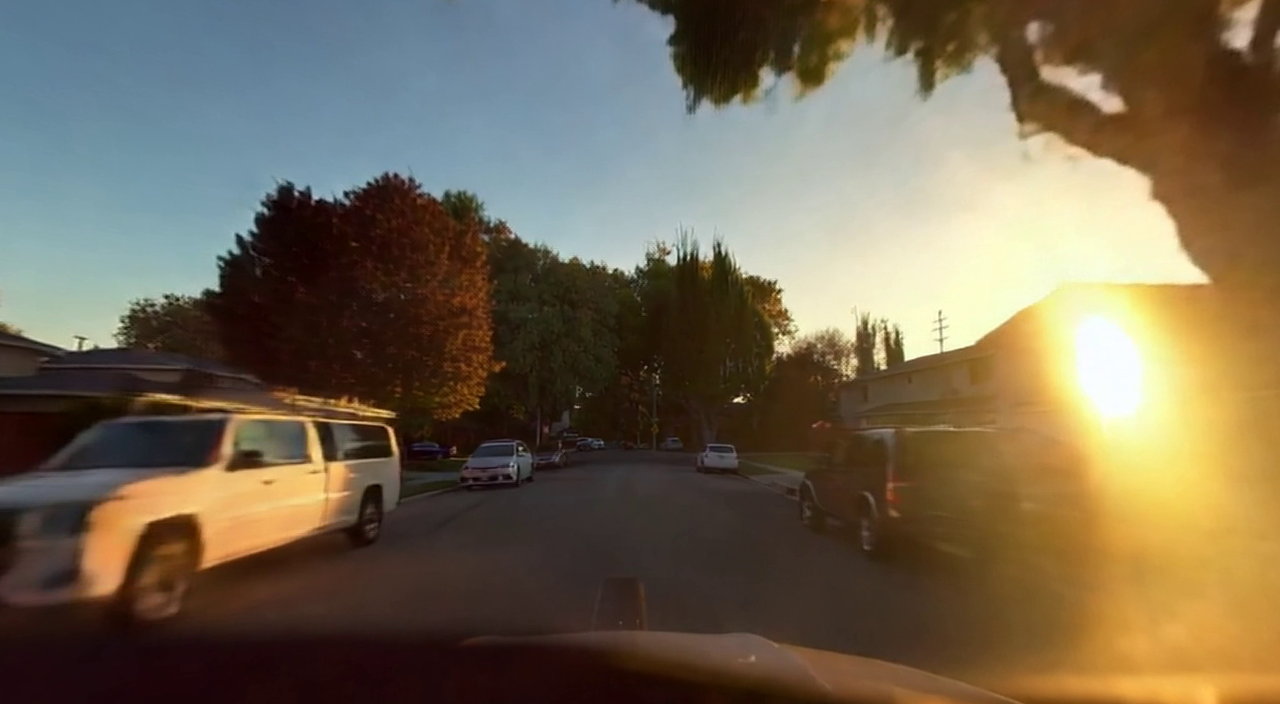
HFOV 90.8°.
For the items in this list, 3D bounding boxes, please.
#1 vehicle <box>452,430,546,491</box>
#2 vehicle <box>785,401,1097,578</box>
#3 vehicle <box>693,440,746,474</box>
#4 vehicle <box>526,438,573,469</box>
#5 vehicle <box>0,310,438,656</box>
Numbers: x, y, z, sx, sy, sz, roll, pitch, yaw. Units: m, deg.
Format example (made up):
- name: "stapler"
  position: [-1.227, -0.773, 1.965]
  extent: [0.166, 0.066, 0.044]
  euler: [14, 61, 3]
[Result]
- name: "vehicle"
  position: [-4.743, 3.660, 22.076]
  extent: [2.140, 1.815, 4.926]
  euler: [0, -7, 0]
- name: "vehicle"
  position: [3.578, 1.718, 8.673]
  extent: [2.082, 1.790, 4.330]
  euler: [0, -8, -1]
- name: "vehicle"
  position: [3.668, 4.912, 29.864]
  extent: [1.945, 1.495, 3.983]
  euler: [0, -8, 0]
- name: "vehicle"
  position: [-5.042, 5.706, 35.769]
  extent: [1.887, 1.660, 4.312]
  euler: [0, -8, 1]
- name: "vehicle"
  position: [-4.779, 1.300, 7.789]
  extent: [2.476, 2.434, 6.543]
  euler: [-1, -7, 0]
